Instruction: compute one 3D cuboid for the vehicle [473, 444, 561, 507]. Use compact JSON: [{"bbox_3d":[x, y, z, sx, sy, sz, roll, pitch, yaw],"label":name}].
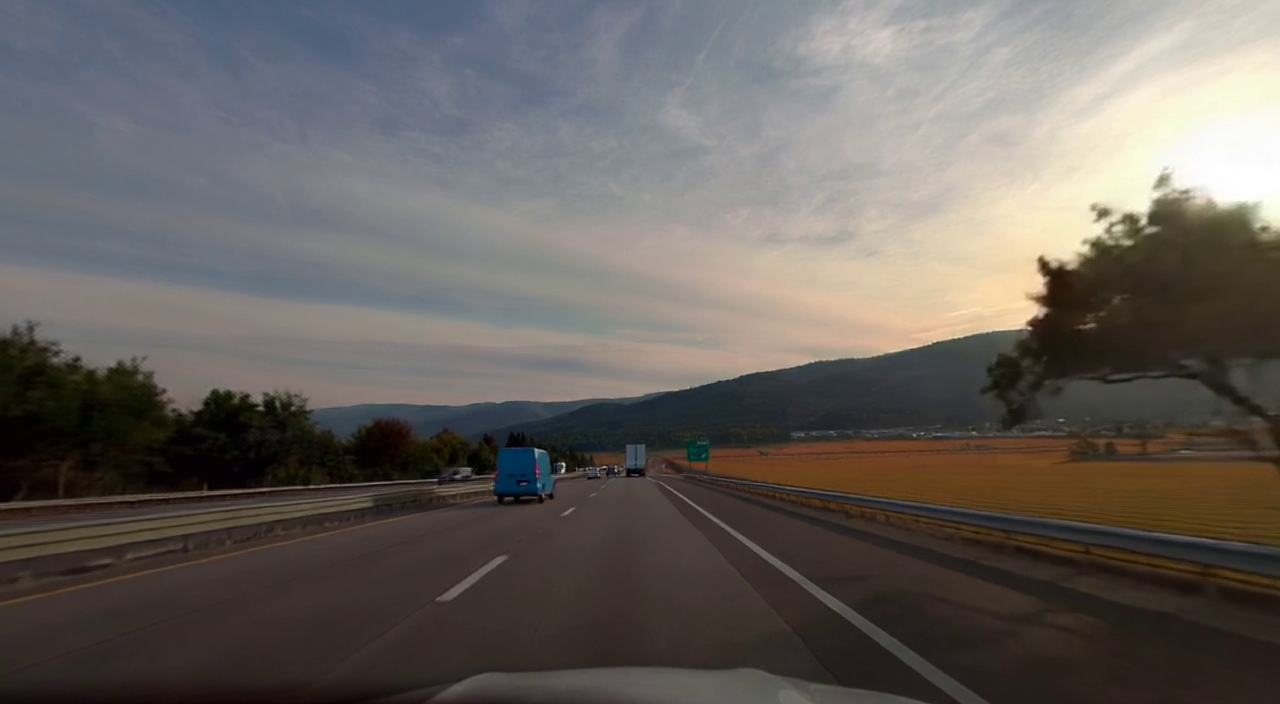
[{"bbox_3d":[-4.239,4.402,22.607,2.208,1.973,4.716,1,-10,0],"label":"vehicle"}]
